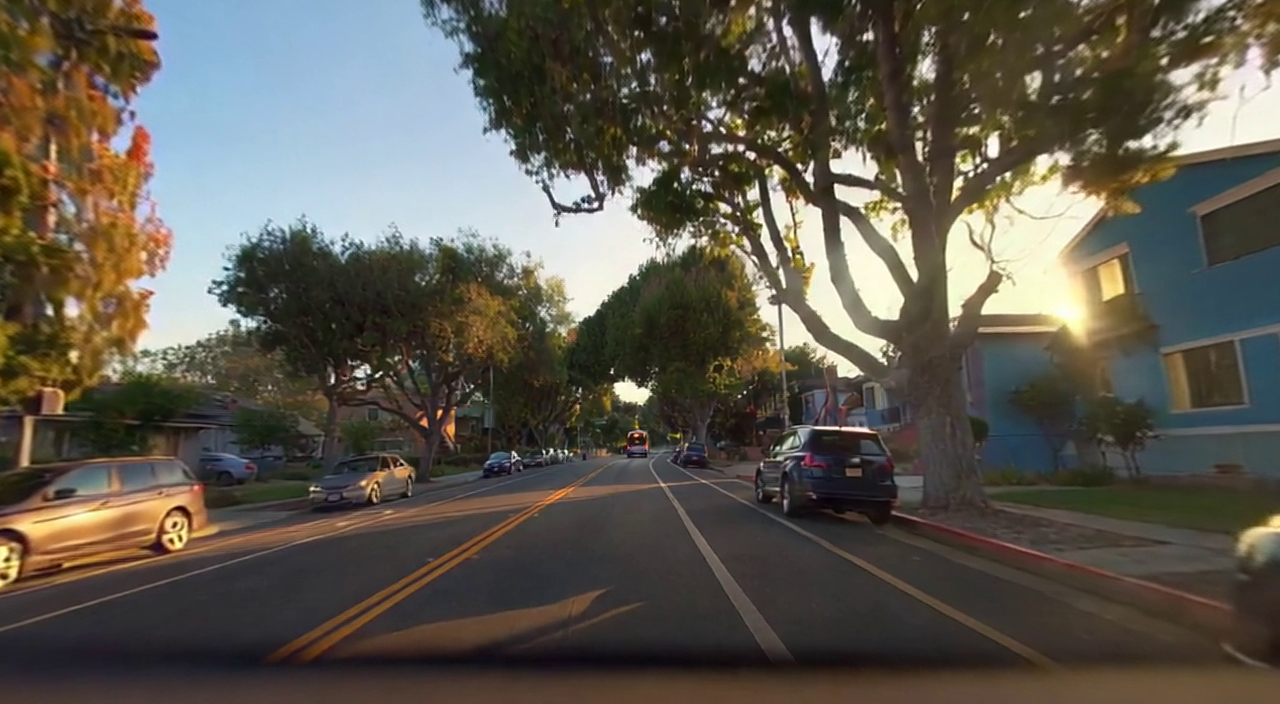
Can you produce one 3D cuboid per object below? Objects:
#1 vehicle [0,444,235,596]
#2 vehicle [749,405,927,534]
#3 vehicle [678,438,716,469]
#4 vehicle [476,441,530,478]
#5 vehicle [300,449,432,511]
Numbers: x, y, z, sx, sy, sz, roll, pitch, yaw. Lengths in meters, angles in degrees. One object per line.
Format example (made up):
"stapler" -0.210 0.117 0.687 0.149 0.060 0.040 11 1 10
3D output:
"vehicle" -8.426 2.332 9.079 1.989 1.726 5.129 -6 -9 -2
"vehicle" 3.667 2.250 12.722 2.131 1.995 4.626 3 -8 1
"vehicle" 3.889 6.985 43.724 2.060 1.833 4.927 4 -9 0
"vehicle" -8.333 6.599 39.030 2.094 1.840 5.450 -7 -8 -2
"vehicle" -8.389 3.905 19.889 1.921 1.494 4.884 -4 -8 1
